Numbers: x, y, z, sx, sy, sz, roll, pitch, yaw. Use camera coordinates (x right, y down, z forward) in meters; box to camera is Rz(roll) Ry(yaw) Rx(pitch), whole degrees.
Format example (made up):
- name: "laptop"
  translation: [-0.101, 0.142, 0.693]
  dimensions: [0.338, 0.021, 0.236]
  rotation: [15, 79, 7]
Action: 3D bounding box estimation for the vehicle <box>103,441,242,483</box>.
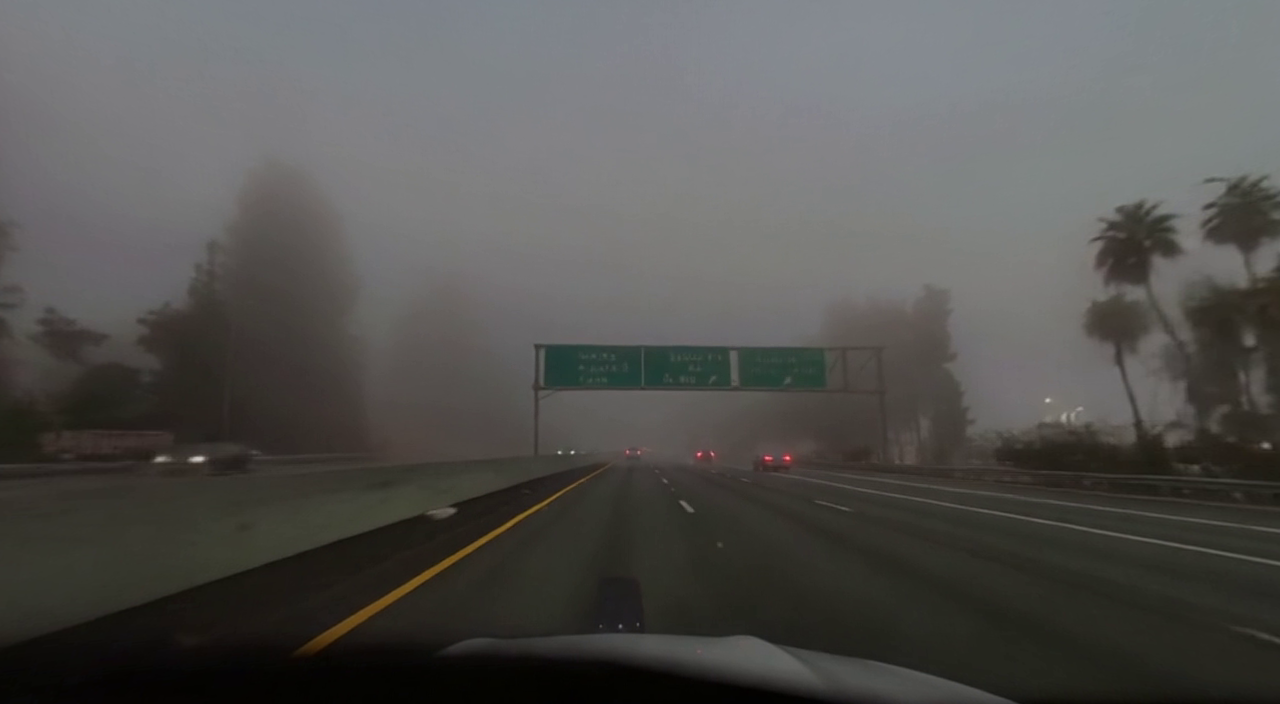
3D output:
- name: "vehicle"
  translation: [-18.003, 4.232, 24.670]
  dimensions: [1.822, 1.442, 4.664]
  rotation: [0, -9, 1]
